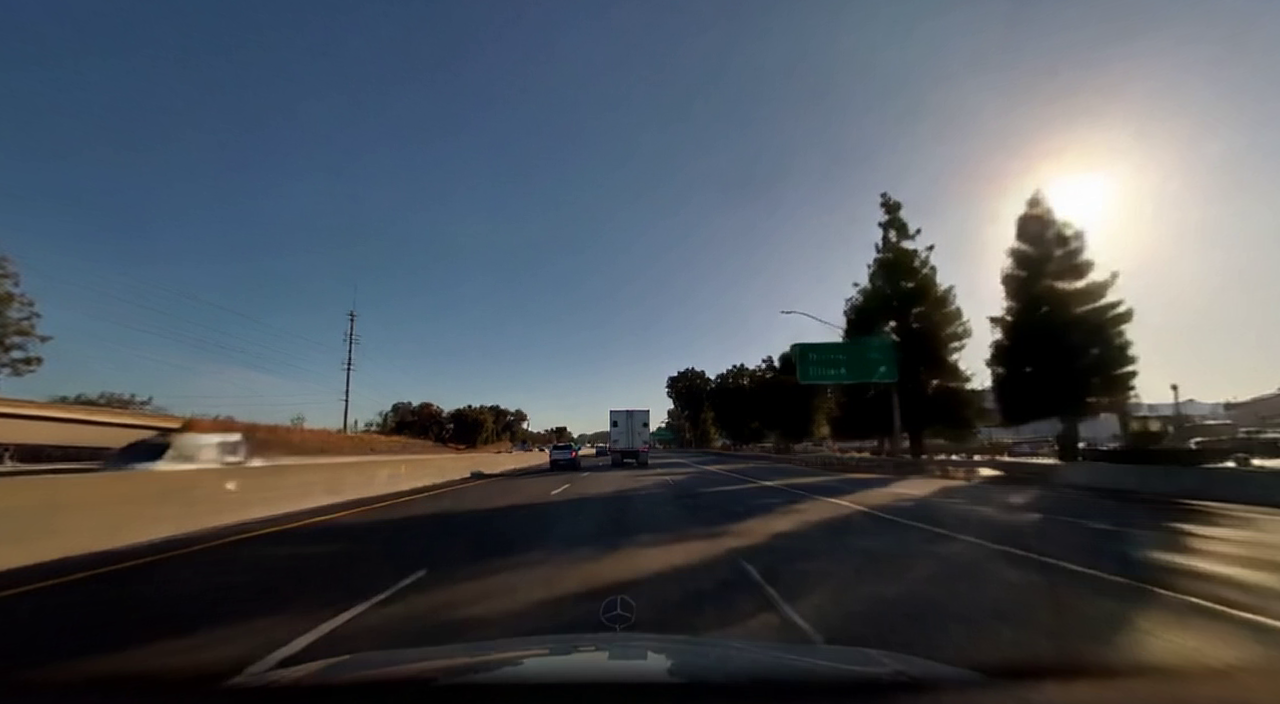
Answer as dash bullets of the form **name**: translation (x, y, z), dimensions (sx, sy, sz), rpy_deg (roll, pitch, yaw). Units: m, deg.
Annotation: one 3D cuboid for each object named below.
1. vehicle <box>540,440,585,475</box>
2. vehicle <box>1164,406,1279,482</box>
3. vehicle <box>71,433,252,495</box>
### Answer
- **vehicle**: translation (-4.582, 6.279, 37.951), dimensions (2.095, 1.930, 4.680), rpy_deg (0, -9, 0)
- **vehicle**: translation (32.708, 4.981, 34.253), dimensions (8.295, 3.754, 2.807), rpy_deg (4, -9, -24)
- **vehicle**: translation (-15.611, 3.672, 21.145), dimensions (1.757, 1.738, 5.618), rpy_deg (0, -9, -1)
